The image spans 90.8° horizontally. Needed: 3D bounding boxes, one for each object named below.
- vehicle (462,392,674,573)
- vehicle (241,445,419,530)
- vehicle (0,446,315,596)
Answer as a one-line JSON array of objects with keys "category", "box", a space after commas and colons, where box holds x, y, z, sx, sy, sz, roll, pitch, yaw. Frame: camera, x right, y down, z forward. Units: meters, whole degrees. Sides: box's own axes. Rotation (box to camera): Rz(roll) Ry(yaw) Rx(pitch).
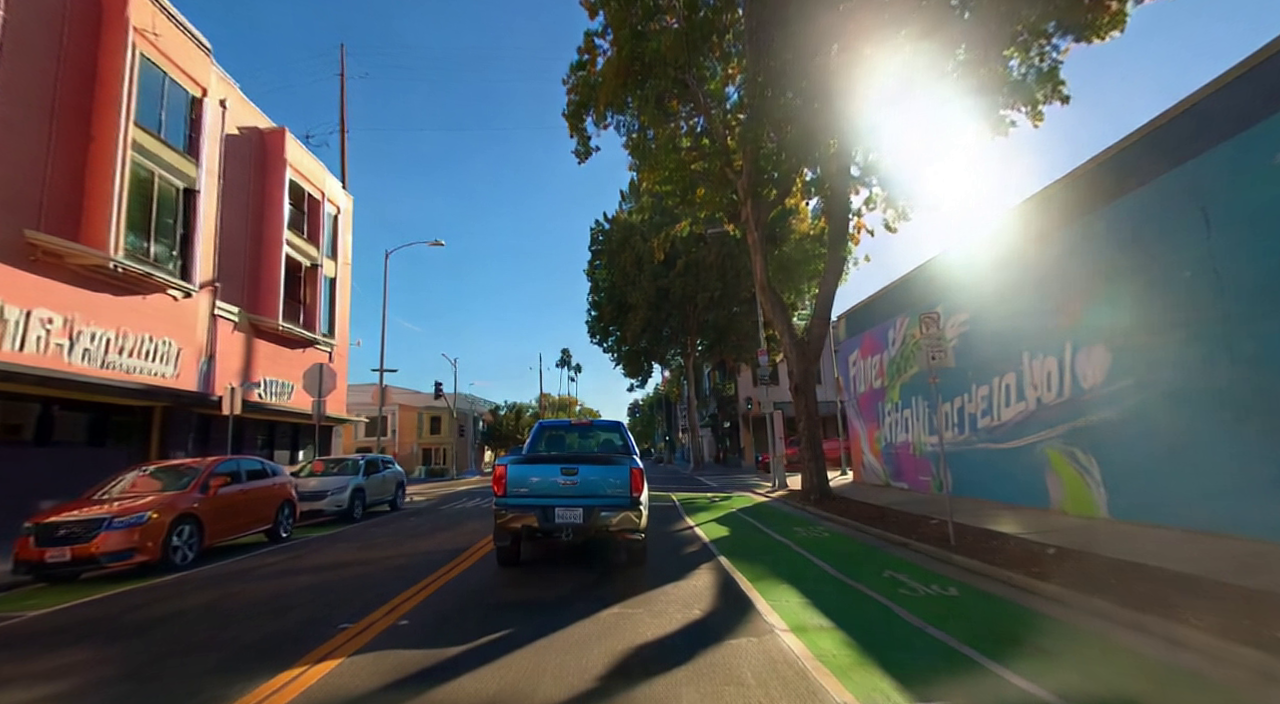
[{"category": "vehicle", "box": [-0.733, 1.711, 9.020, 2.215, 1.882, 4.611, 0, -8, 1]}, {"category": "vehicle", "box": [-7.388, 3.214, 15.801, 1.884, 1.730, 5.076, 0, -8, 0]}, {"category": "vehicle", "box": [-7.229, 2.437, 10.131, 1.882, 1.686, 4.489, -4, -8, -3]}]
